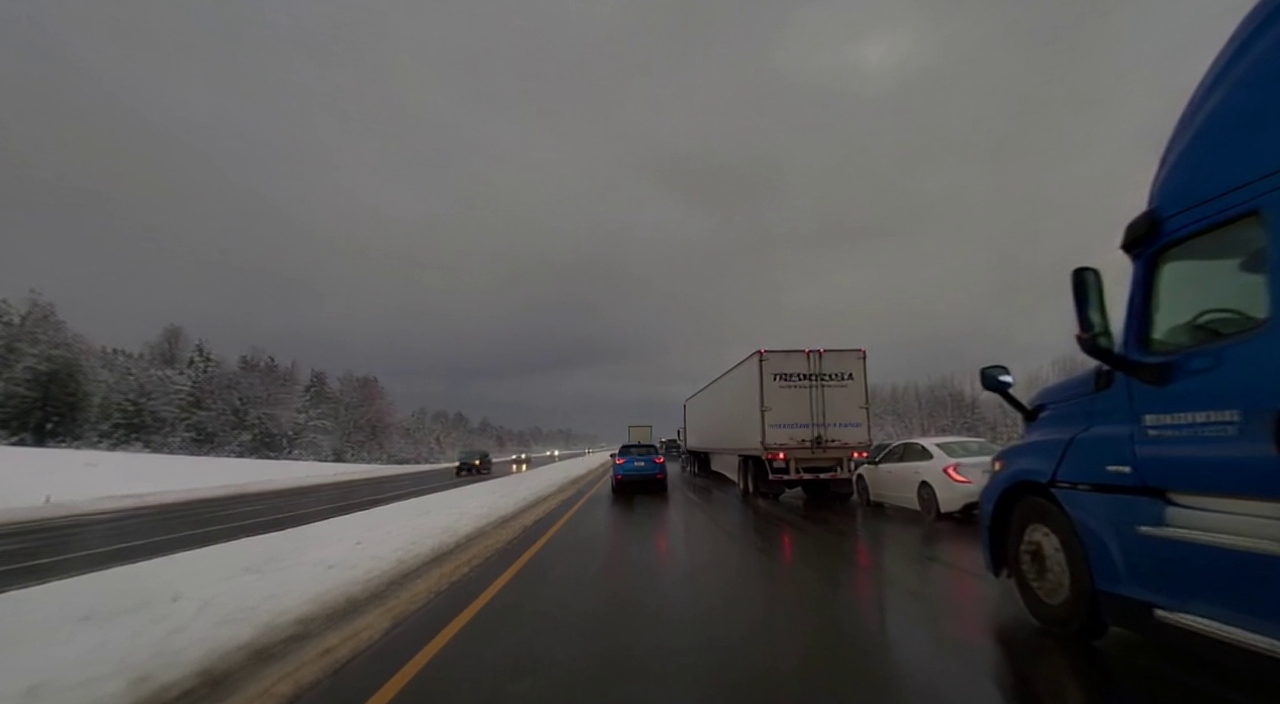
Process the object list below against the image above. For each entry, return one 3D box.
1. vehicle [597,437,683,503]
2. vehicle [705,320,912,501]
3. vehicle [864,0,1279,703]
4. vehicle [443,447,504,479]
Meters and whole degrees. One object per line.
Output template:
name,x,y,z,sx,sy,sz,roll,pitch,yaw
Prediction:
vehicle,-0.030,3.066,16.841,2.045,1.507,3.763,0,-8,-1
vehicle,4.383,2.012,19.530,3.235,4.197,9.908,0,-8,-3
vehicle,4.235,-0.062,3.727,3.150,4.051,6.527,0,-8,-1
vehicle,-9.818,6.576,37.487,2.259,1.699,4.510,-1,-8,2
